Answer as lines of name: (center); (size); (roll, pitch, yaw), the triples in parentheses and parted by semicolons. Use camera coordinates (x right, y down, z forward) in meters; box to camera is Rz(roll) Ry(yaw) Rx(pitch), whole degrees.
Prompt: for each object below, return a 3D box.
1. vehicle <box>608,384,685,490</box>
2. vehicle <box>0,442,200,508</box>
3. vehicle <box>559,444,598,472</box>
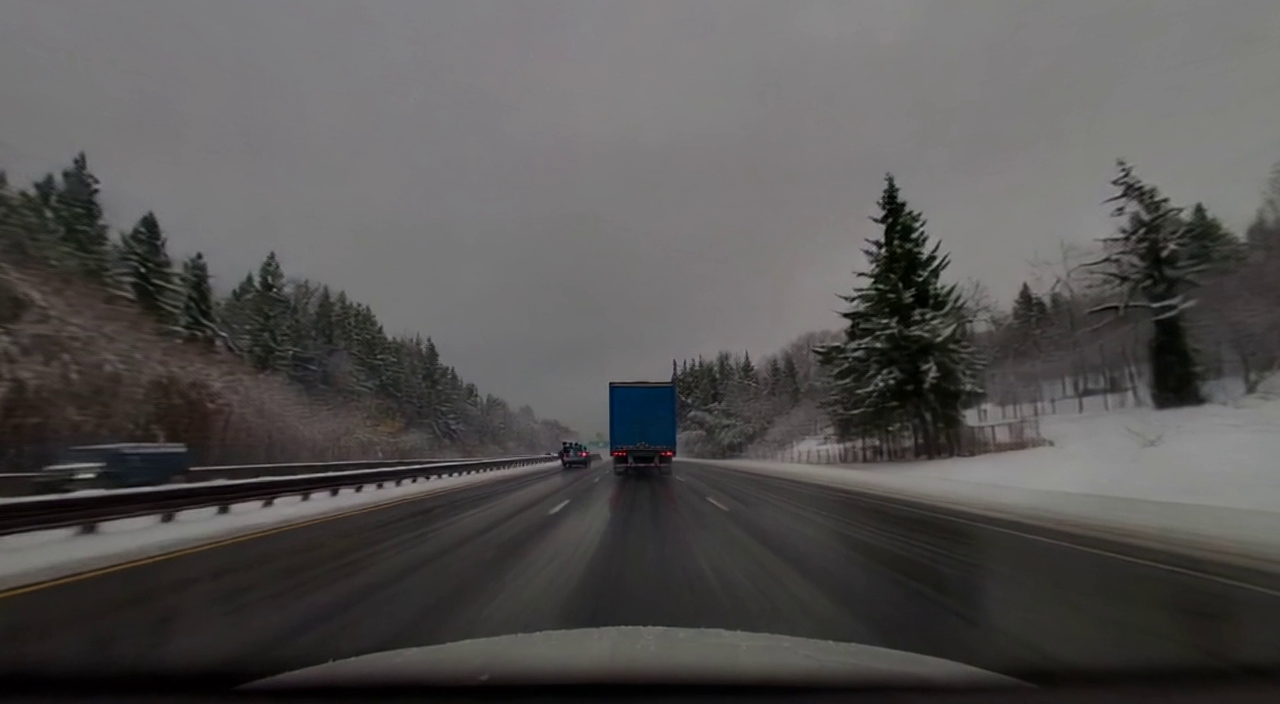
vehicle: (0.337, 3.824, 27.747); (2.821, 3.878, 8.925); (0, -9, 1)
vehicle: (-16.463, 3.701, 19.481); (2.008, 1.748, 4.967); (0, -9, 1)
vehicle: (-3.886, 6.800, 40.568); (2.018, 1.632, 4.722); (0, -9, 1)
